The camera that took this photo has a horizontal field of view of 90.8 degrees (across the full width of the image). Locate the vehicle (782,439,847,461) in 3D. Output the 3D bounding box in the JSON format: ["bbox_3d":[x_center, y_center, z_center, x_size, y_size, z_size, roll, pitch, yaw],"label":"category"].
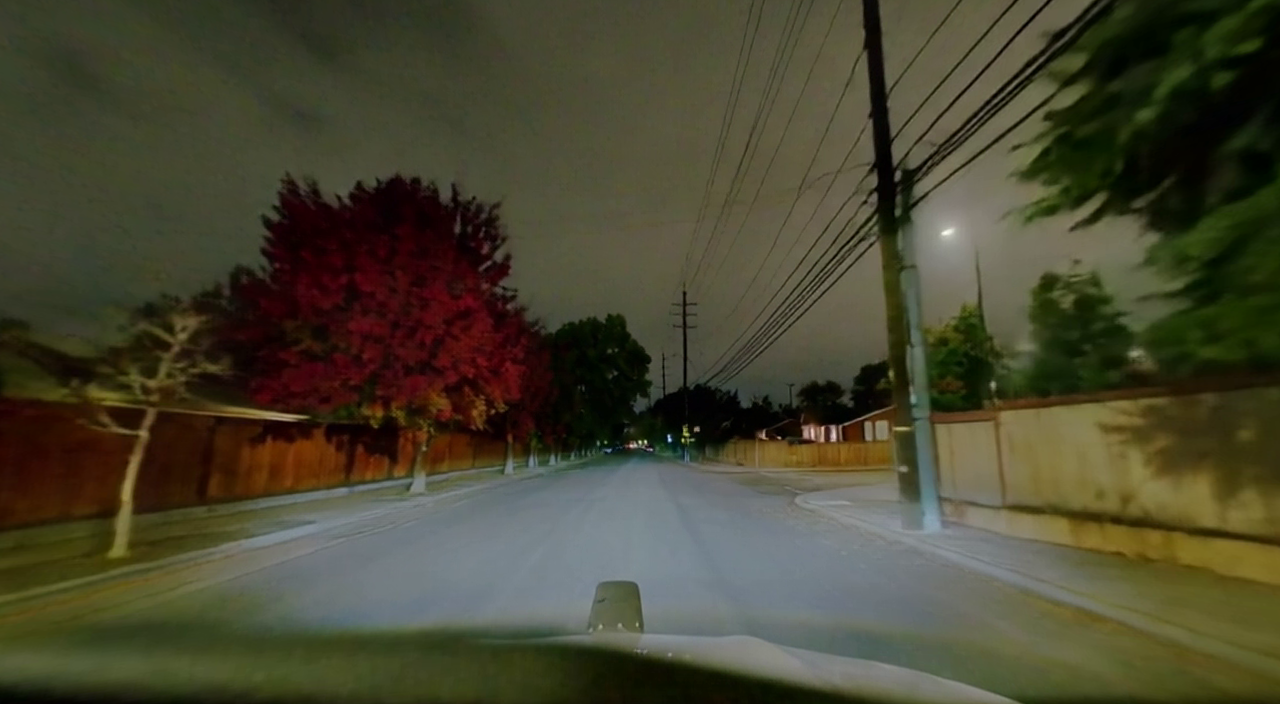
[{"bbox_3d":[12.619,7.087,45.912,4.286,1.525,2.219,-1,-9,10],"label":"vehicle"}]
